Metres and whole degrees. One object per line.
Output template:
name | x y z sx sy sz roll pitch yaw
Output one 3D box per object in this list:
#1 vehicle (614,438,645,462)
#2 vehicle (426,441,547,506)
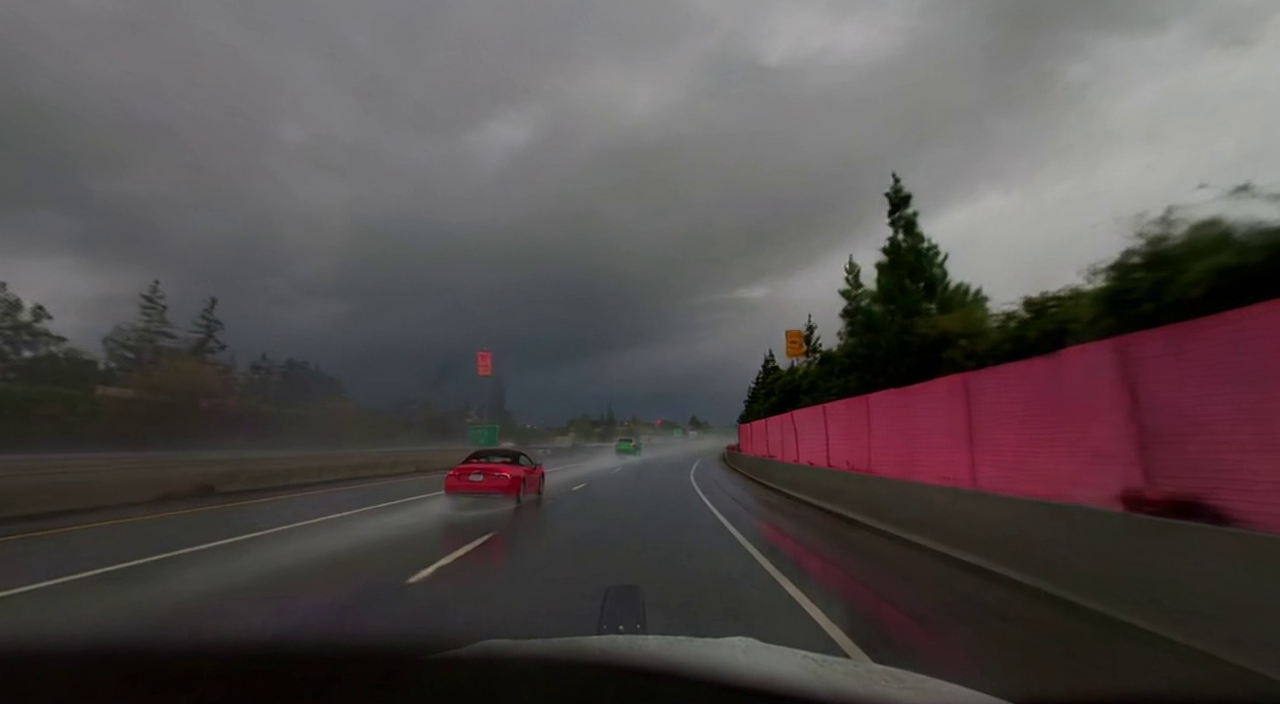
vehicle | -0.750 7.384 47.551 1.833 1.697 3.984 -1 -9 7
vehicle | -3.654 2.968 15.862 1.746 1.405 4.339 -1 -9 3
